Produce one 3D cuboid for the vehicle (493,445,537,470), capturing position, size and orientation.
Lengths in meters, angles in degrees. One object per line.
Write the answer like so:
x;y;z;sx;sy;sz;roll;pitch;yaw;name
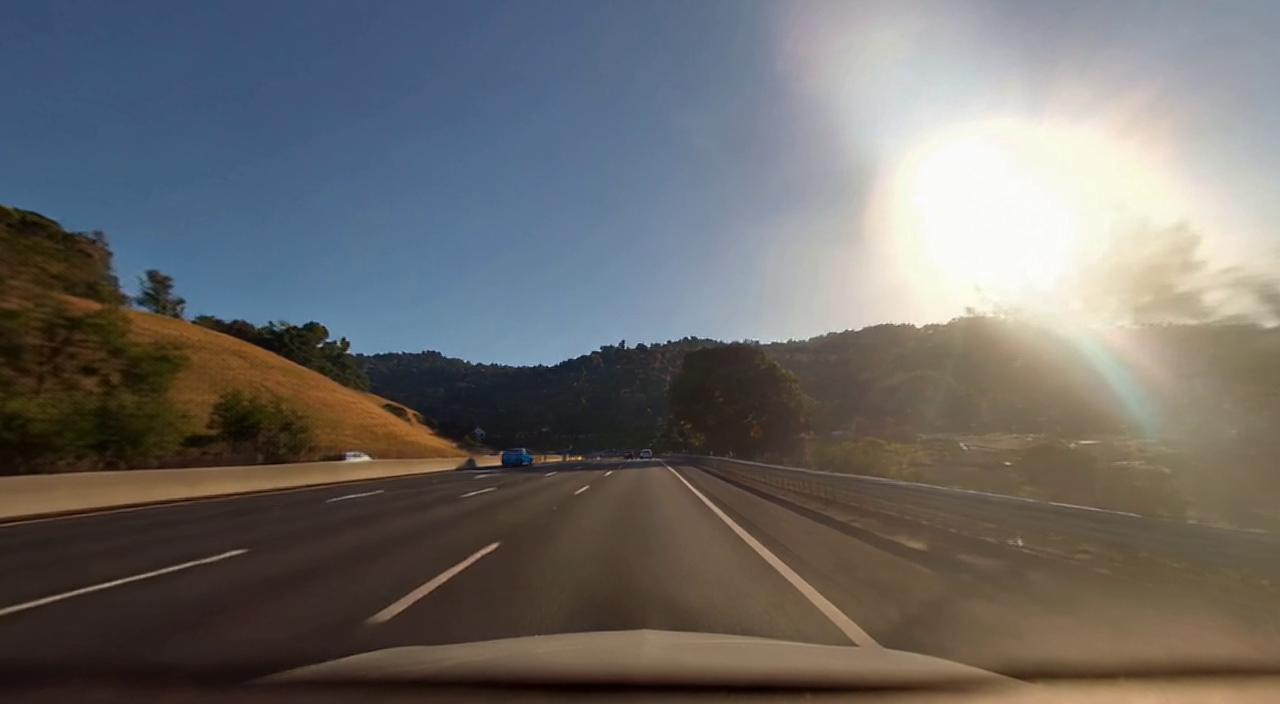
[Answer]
-9.368;7.914;47.607;2.152;1.753;4.972;-1;-9;2;vehicle
